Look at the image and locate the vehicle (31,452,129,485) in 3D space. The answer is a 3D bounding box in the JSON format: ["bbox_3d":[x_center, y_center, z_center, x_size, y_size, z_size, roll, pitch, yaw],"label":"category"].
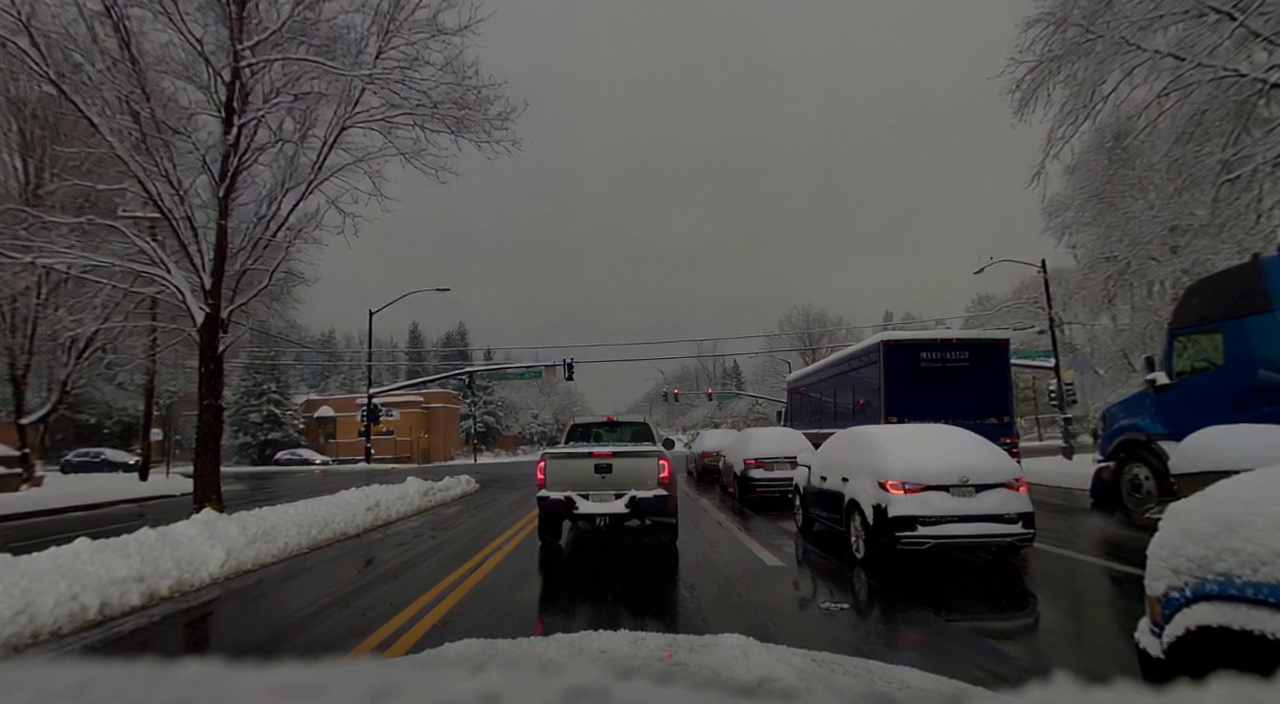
[{"bbox_3d":[-28.559,5.922,32.398,1.730,1.534,3.922,1,-9,-8],"label":"vehicle"}]

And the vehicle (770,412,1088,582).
[{"bbox_3d":[3.253,1.753,8.533,1.905,1.587,4.998,0,-9,0],"label":"vehicle"}]

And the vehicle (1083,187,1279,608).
[{"bbox_3d":[6.526,0.101,3.345,2.802,3.322,7.429,0,-9,0],"label":"vehicle"}]

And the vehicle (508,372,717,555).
[{"bbox_3d":[-0.359,1.720,10.218,2.499,2.183,5.111,0,-9,-1],"label":"vehicle"}]

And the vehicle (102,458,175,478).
[{"bbox_3d":[-38.158,8.807,48.100,4.150,1.474,1.826,-1,-9,6],"label":"vehicle"}]
